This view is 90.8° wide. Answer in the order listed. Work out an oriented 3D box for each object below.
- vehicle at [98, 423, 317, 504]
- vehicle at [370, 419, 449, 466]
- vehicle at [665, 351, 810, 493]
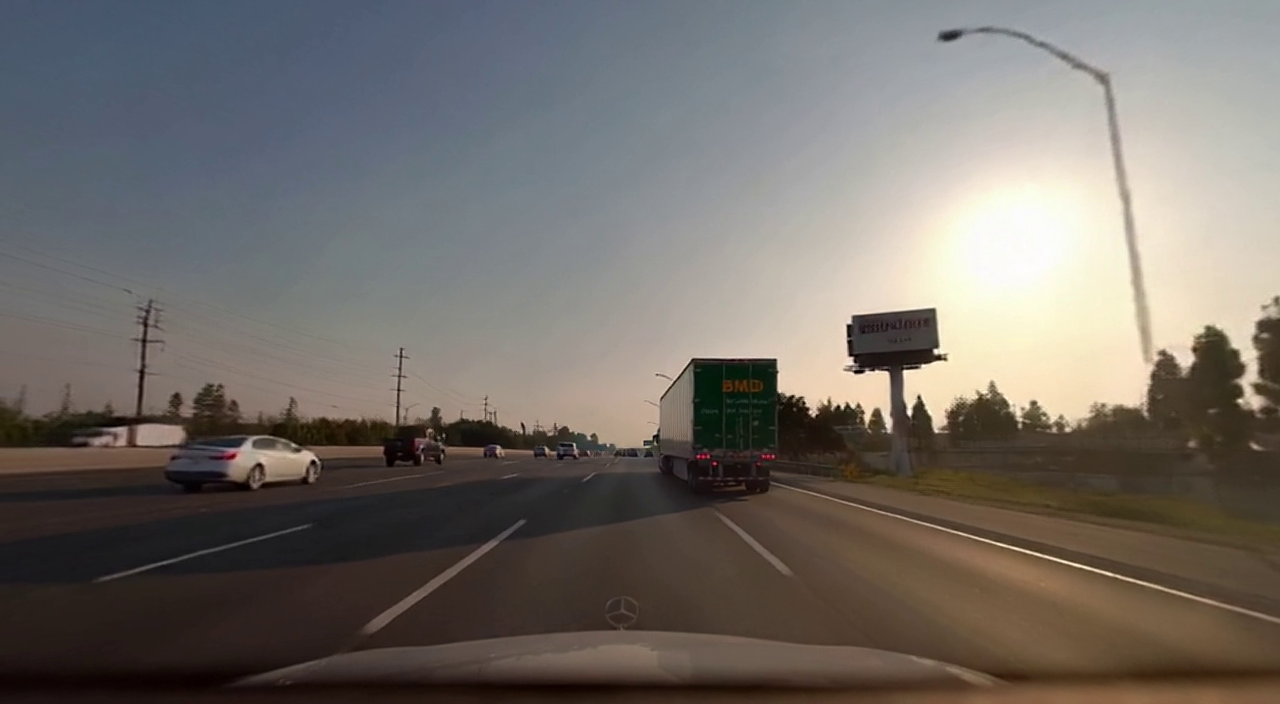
[{"bbox_3d":[-10.485,2.738,15.931,2.045,1.697,4.844,0,-8,0],"label":"vehicle"},{"bbox_3d":[-13.695,5.472,38.093,2.307,2.571,6.260,0,-8,1],"label":"vehicle"},{"bbox_3d":[3.006,3.015,25.113,2.891,3.944,15.051,0,-8,-2],"label":"vehicle"}]
